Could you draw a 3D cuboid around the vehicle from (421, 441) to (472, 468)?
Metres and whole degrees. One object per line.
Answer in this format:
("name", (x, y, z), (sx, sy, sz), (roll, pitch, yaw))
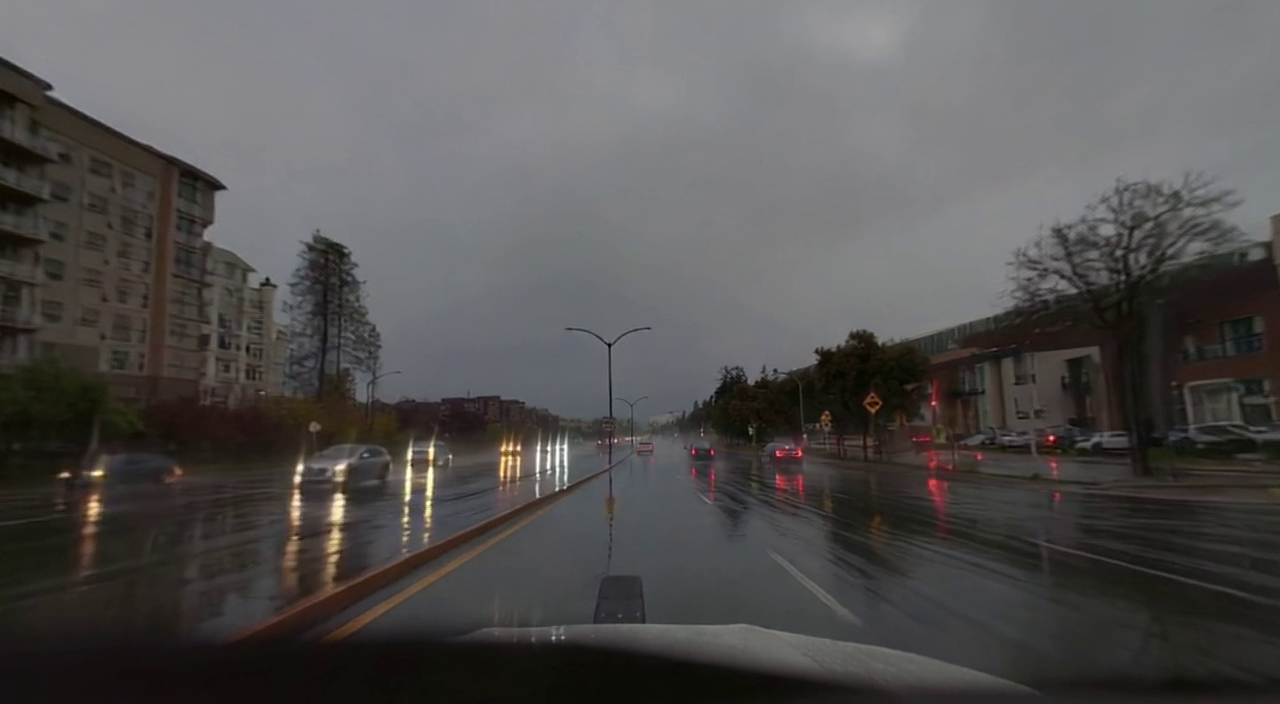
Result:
("vehicle", (-13.041, 6.918, 42.842), (1.953, 1.688, 4.435), (-1, -8, 1))

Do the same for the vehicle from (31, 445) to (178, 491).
("vehicle", (-21.748, 4.687, 25.964), (1.995, 1.684, 4.487), (-1, -8, 1))

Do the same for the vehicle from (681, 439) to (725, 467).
("vehicle", (3.601, 5.846, 36.829), (2.020, 1.479, 4.650), (0, -8, -1))

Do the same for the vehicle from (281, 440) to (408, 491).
("vehicle", (-9.894, 3.812, 21.641), (2.012, 1.520, 4.645), (-1, -8, 1))

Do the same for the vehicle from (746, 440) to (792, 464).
("vehicle", (8.098, 6.329, 40.116), (1.932, 1.439, 4.159), (0, -8, -1))
